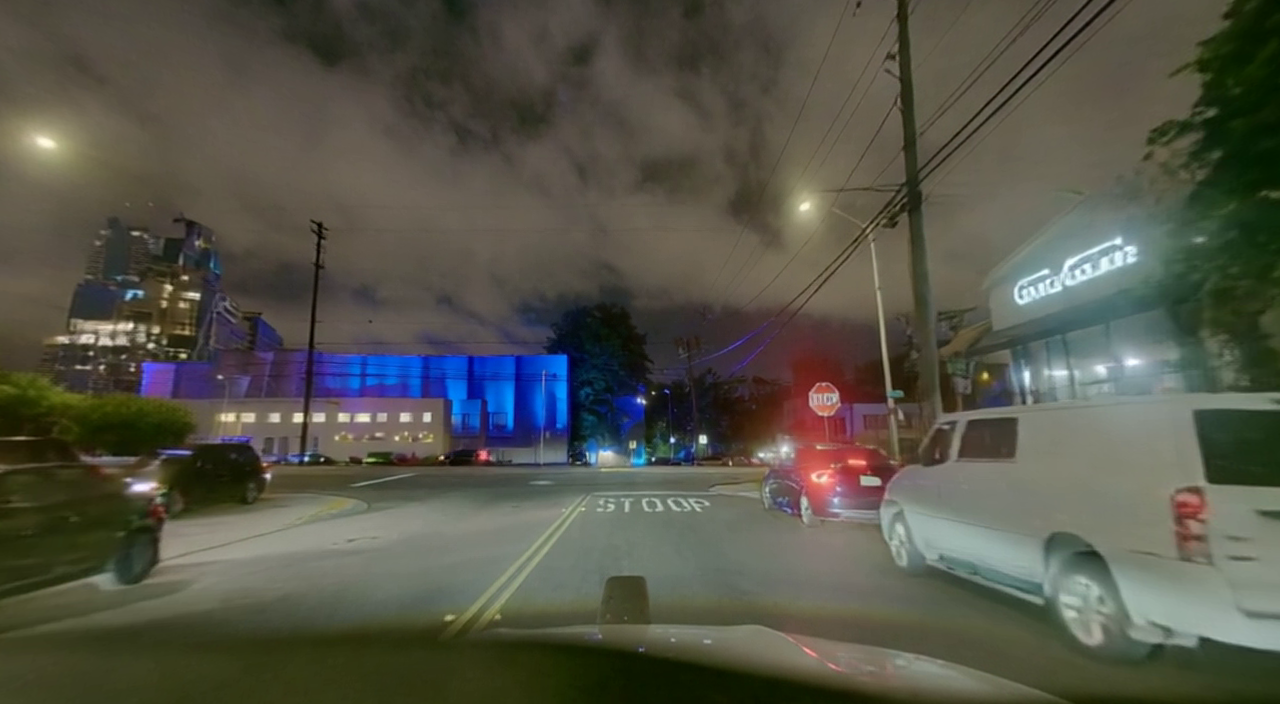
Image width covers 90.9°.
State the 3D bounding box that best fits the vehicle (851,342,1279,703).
[{"bbox_3d":[3.706,1.223,5.161,2.178,1.856,4.756,2,-7,-3],"label":"vehicle"}]

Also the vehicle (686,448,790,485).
[{"bbox_3d":[4.378,4.964,27.685,4.645,1.464,2.033,8,-12,-42],"label":"vehicle"}]

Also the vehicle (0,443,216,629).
[{"bbox_3d":[-6.084,1.589,5.758,1.820,1.482,3.737,0,-9,-1],"label":"vehicle"}]

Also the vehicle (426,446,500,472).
[{"bbox_3d":[-12.637,7.670,45.189,4.689,1.803,1.958,0,-9,-2],"label":"vehicle"}]
